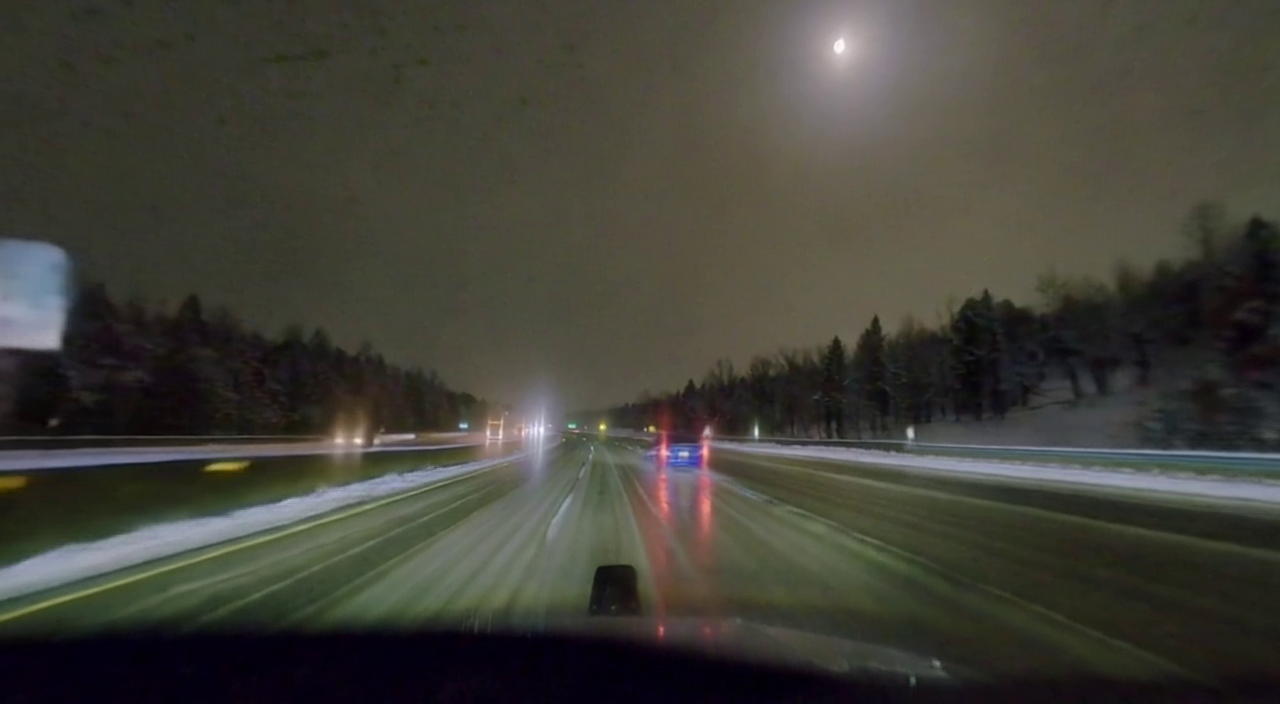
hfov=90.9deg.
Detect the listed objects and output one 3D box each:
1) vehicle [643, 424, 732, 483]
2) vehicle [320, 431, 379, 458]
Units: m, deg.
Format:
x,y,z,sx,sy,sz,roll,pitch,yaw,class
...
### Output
x,y,z,sx,sy,sz,roll,pitch,yaw,class
1.310,3.043,19.322,1.997,1.589,4.179,0,-8,-6,vehicle
-16.825,5.340,36.689,1.728,1.454,4.057,0,-8,-4,vehicle
